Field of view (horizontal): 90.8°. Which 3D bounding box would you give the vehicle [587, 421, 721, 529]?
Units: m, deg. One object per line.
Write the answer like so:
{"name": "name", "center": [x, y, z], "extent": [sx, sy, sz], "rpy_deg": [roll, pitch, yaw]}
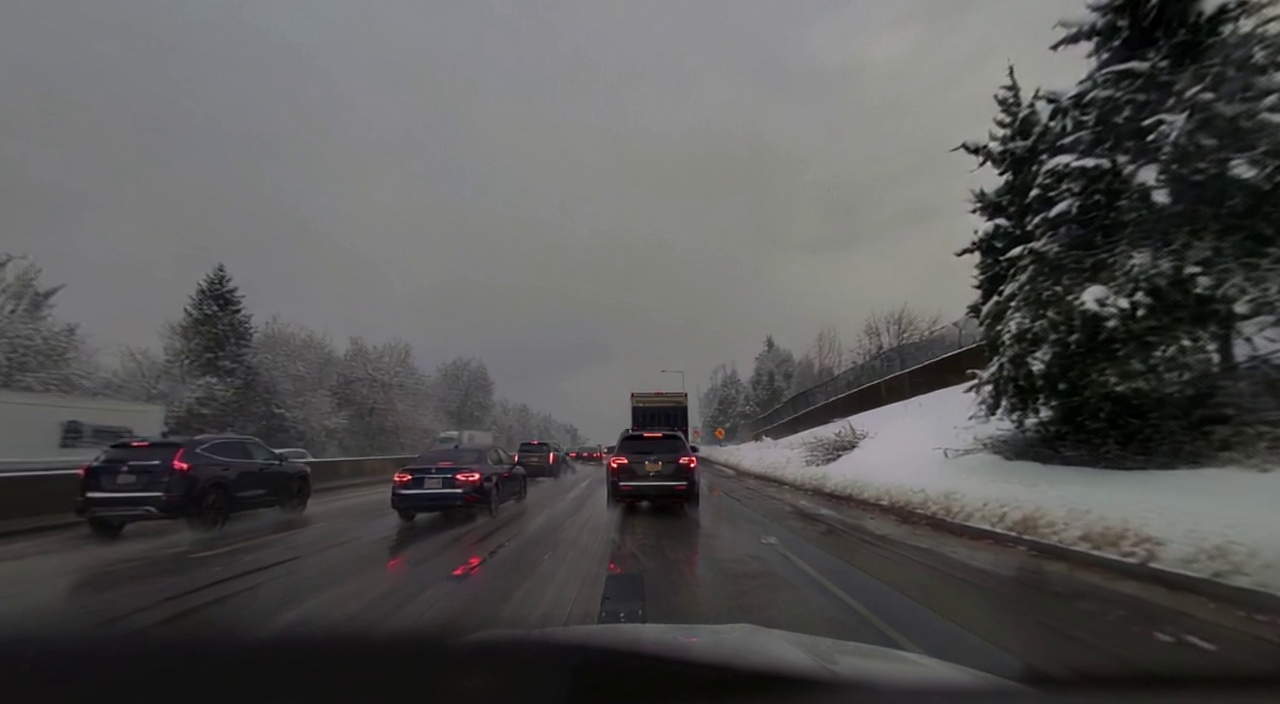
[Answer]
{"name": "vehicle", "center": [0.199, 2.457, 13.172], "extent": [2.210, 1.760, 5.303], "rpy_deg": [0, -9, -1]}

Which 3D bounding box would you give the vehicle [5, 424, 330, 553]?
{"name": "vehicle", "center": [-7.473, 2.187, 10.792], "extent": [1.986, 1.700, 4.558], "rpy_deg": [0, -9, 0]}

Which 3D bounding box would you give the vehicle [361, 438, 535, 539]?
{"name": "vehicle", "center": [-3.258, 2.385, 11.629], "extent": [1.917, 1.506, 3.949], "rpy_deg": [0, -9, 1]}
